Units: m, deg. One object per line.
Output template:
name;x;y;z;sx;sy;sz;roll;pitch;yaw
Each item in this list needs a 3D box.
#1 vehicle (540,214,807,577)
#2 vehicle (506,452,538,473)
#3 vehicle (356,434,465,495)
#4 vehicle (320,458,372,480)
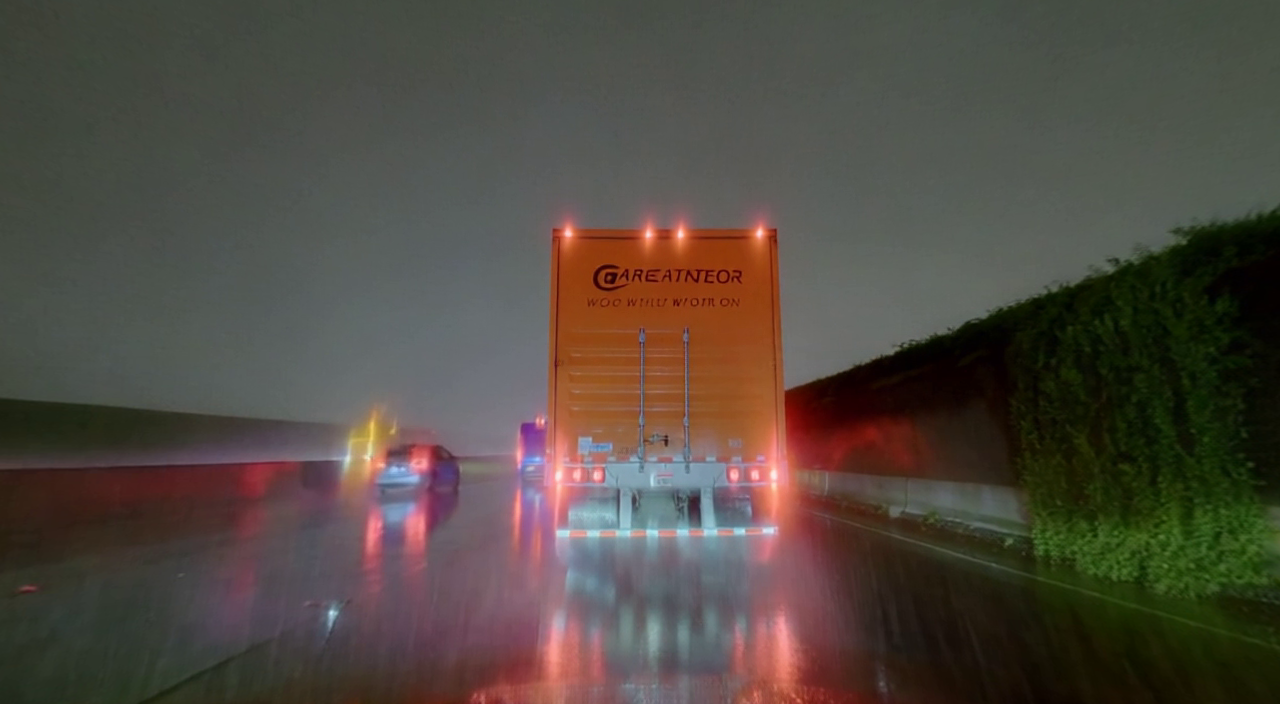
vehicle;0.482;1.231;12.287;2.853;4.054;10.557;0;-9;1
vehicle;-8.658;8.105;46.449;1.617;1.465;3.546;0;-9;1
vehicle;-8.534;4.244;24.090;2.174;2.059;5.314;0;-9;0
vehicle;-20.515;8.172;44.214;1.851;1.430;3.604;0;-9;0
